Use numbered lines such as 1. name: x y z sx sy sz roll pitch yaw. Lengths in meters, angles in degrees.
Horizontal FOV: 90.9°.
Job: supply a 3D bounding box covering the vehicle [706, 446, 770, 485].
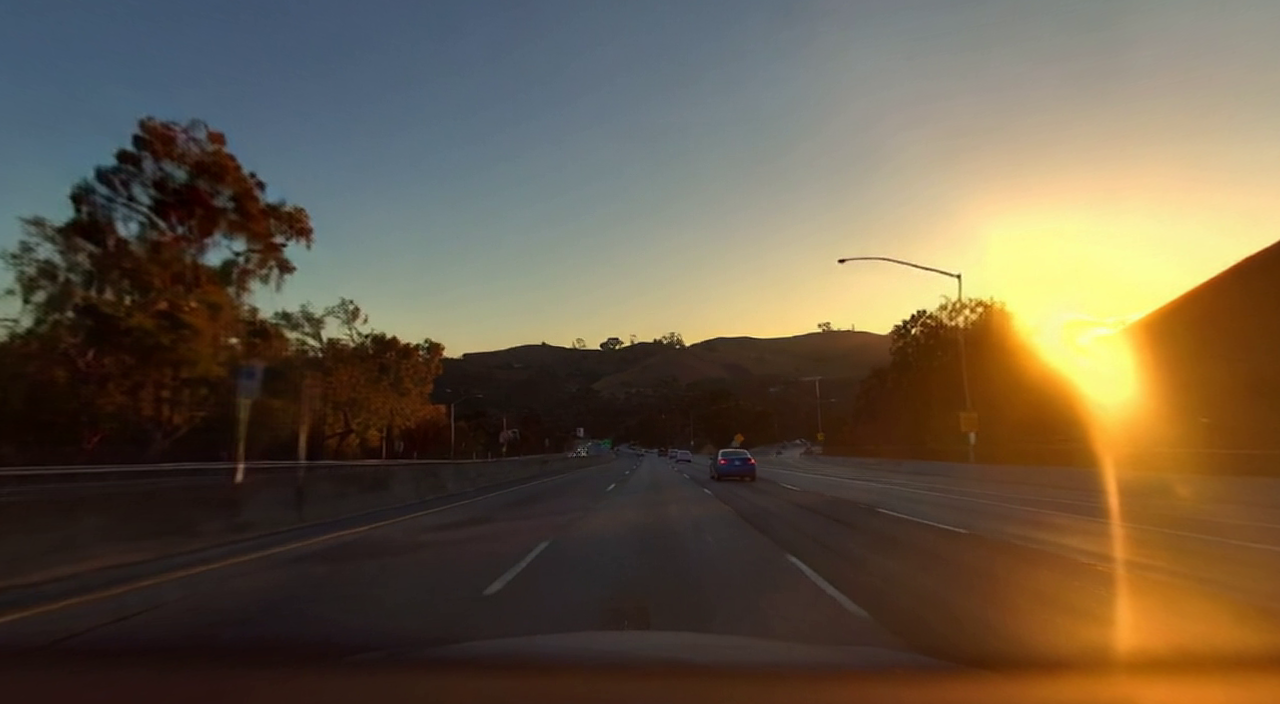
1. vehicle: 3.978 4.657 26.313 1.916 1.469 4.481 0 -8 0
